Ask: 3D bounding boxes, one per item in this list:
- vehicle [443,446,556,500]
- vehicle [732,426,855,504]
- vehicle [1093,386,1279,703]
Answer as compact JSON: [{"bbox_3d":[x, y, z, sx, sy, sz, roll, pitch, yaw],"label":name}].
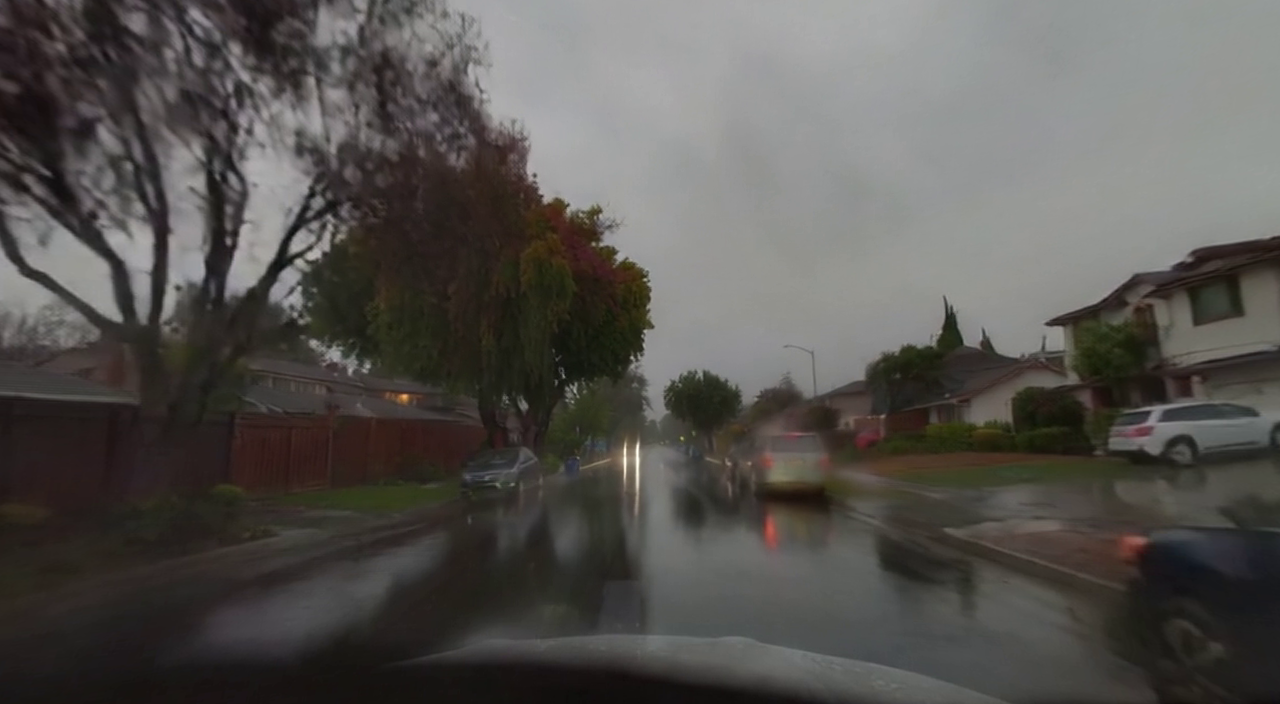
[{"bbox_3d":[-4.113,3.657,19.349,2.234,1.377,4.413,-2,-10,3],"label":"vehicle"},{"bbox_3d":[4.270,3.254,18.770,2.350,1.912,5.696,0,-8,1],"label":"vehicle"},{"bbox_3d":[3.644,0.783,1.309,2.079,1.651,4.783,0,-8,4],"label":"vehicle"}]
